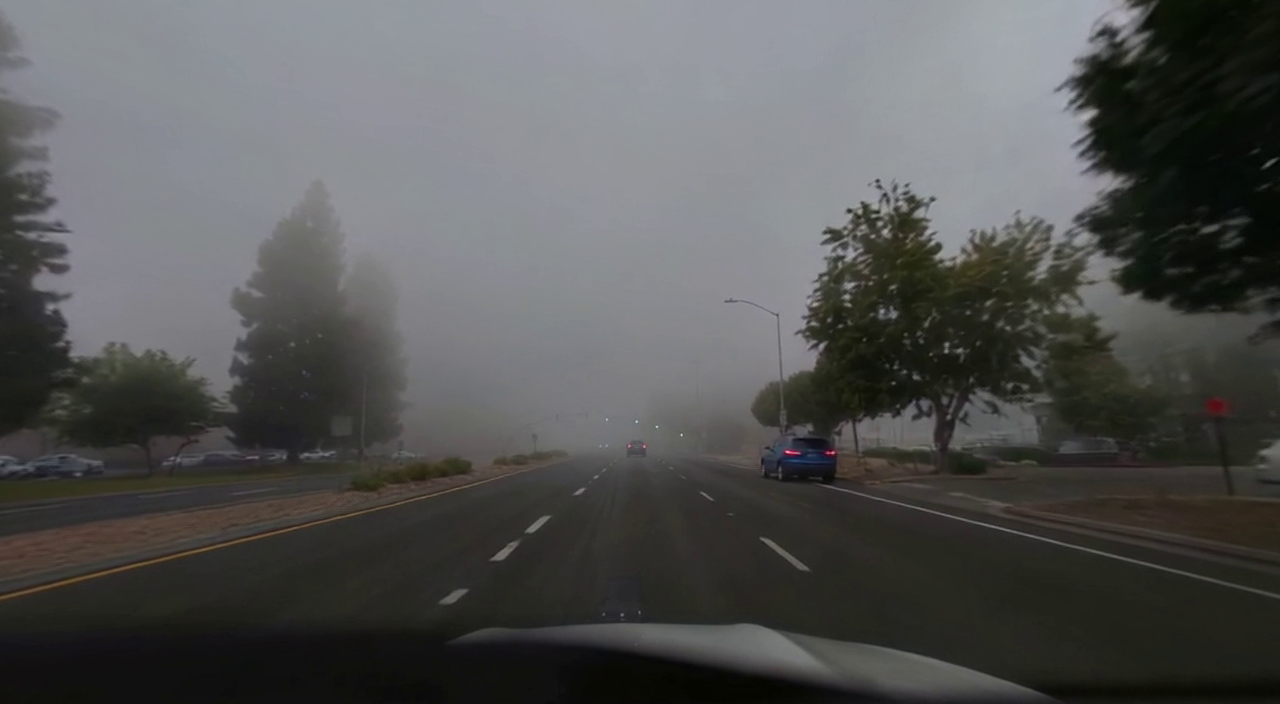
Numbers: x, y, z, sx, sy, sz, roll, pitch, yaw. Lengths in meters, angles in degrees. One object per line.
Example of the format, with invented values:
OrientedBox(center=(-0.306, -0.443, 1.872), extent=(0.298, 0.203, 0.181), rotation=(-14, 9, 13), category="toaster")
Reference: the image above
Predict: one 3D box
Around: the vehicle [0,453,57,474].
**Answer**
OrientedBox(center=(-47.758, 8.471, 48.103), extent=(1.793, 1.472, 4.450), rotation=(-5, -10, 33), category="vehicle")

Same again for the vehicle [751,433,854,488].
OrientedBox(center=(5.824, 3.952, 23.456), extent=(2.295, 1.804, 4.971), rotation=(0, -8, -3), category="vehicle")
